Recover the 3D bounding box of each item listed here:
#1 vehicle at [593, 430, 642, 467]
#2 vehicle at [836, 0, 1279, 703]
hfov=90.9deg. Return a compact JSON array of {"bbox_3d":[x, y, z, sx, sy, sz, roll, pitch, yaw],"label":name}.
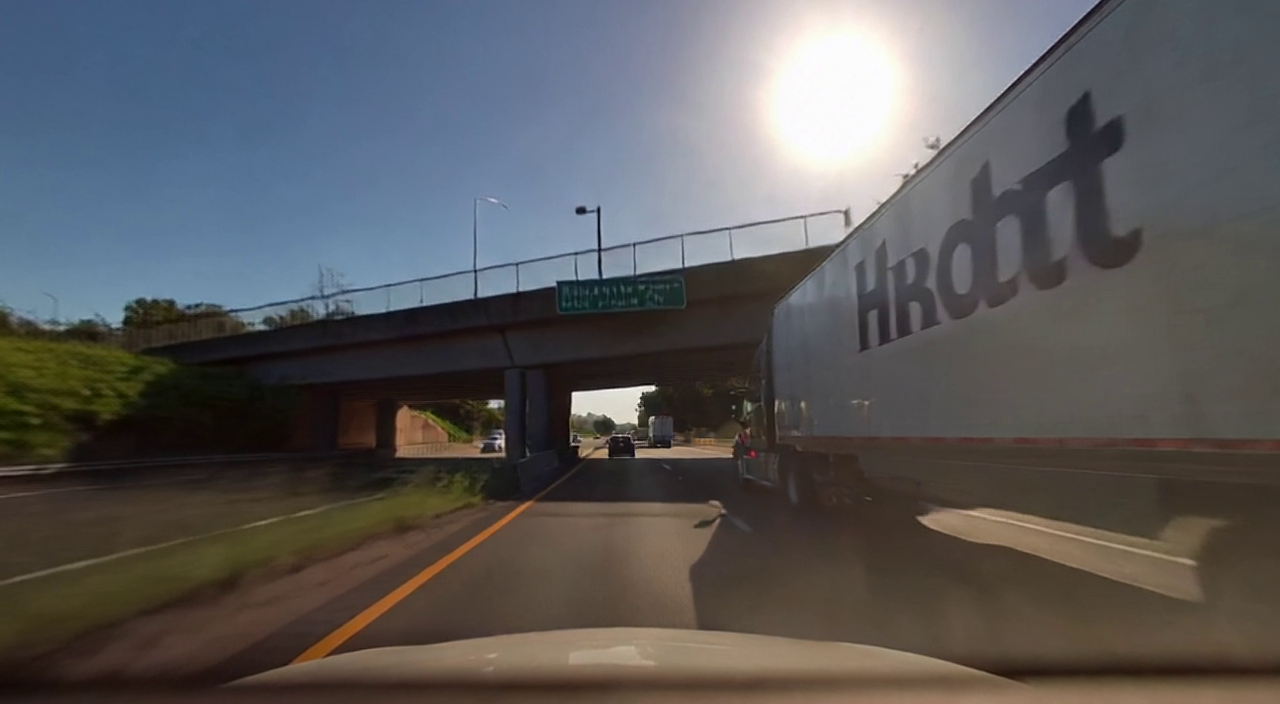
[{"bbox_3d":[-0.988,4.409,28.967,2.095,1.557,3.963,0,-8,-1],"label":"vehicle"},{"bbox_3d":[4.181,-0.163,3.524,2.853,4.038,9.832,0,-8,-1],"label":"vehicle"}]
